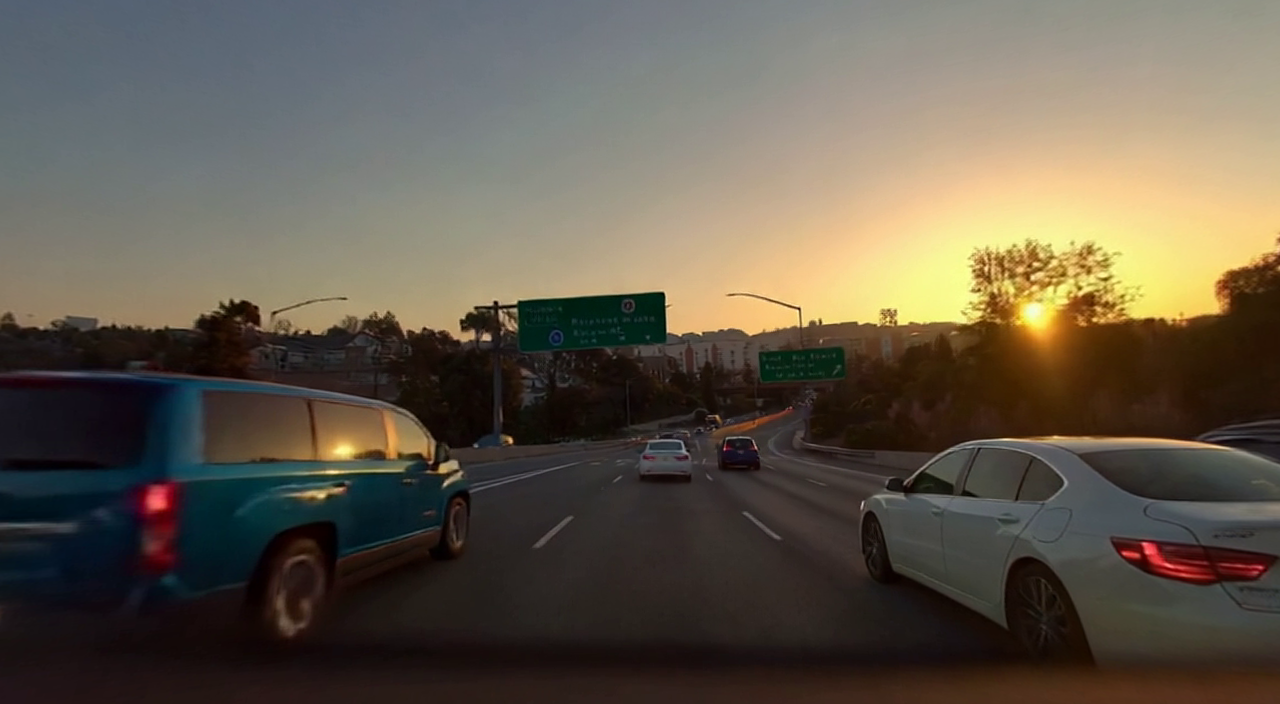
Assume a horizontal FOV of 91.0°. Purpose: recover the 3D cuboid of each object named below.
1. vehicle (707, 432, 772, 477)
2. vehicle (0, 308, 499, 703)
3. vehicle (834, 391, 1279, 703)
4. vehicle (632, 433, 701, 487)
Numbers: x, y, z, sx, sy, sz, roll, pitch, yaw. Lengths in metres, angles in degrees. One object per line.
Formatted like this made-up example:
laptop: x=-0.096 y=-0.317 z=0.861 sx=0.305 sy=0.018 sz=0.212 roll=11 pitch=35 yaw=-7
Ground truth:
vehicle: x=3.967 y=4.185 z=25.884 sx=2.076 sy=1.684 sz=4.241 roll=0 pitch=-9 yaw=2
vehicle: x=-3.110 y=1.156 z=5.620 sx=2.434 sy=1.965 sz=5.305 roll=0 pitch=-9 yaw=0
vehicle: x=3.087 y=1.219 z=4.388 sx=2.009 sy=1.489 sz=4.559 roll=0 pitch=-9 yaw=0
vehicle: x=0.854 y=3.554 z=20.932 sx=2.074 sy=1.614 sz=3.803 roll=0 pitch=-9 yaw=2
